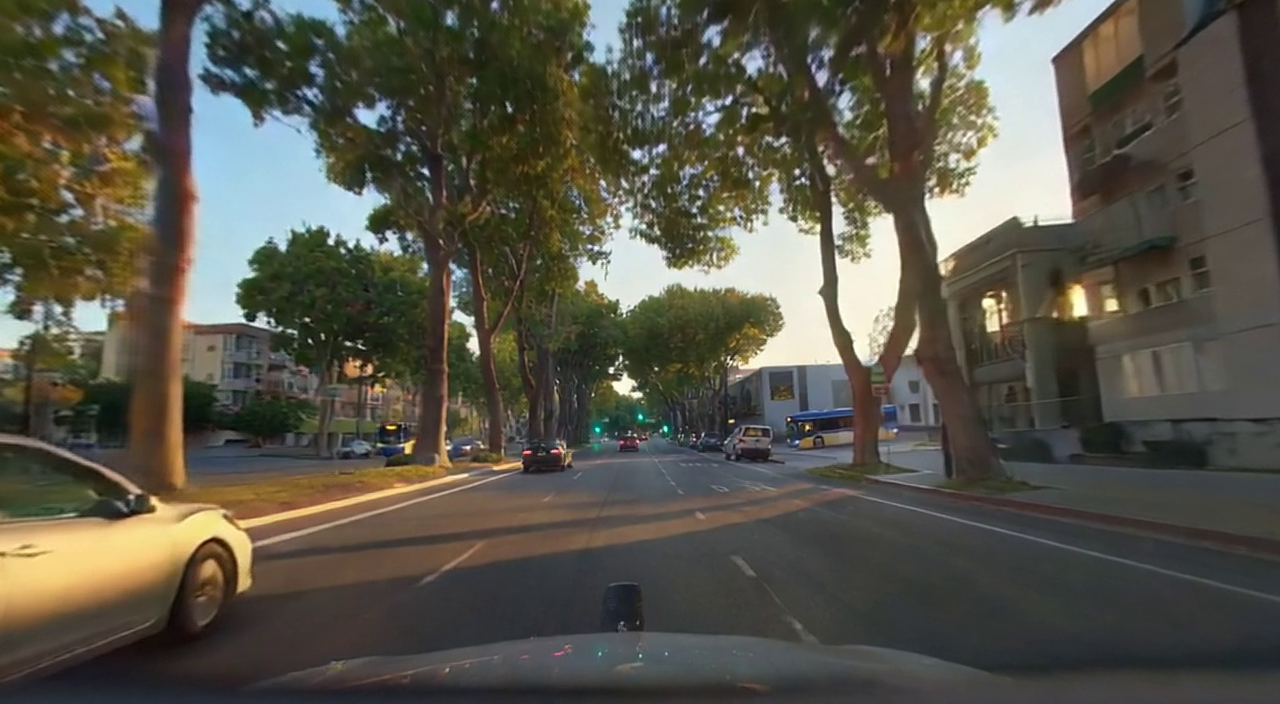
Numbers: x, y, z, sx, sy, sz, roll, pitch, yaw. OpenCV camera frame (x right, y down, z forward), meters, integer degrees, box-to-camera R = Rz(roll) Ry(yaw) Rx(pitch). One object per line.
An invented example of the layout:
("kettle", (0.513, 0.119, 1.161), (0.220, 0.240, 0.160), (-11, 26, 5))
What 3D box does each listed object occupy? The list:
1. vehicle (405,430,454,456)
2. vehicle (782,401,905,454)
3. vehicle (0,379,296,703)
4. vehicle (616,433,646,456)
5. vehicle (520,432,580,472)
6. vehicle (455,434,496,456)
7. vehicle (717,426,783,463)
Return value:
("vehicle", (-15.305, 6.673, 46.167), (1.960, 1.809, 4.718), (0, -8, -1))
("vehicle", (14.870, 5.534, 46.619), (7.722, 2.908, 3.067), (-6, -7, -4))
("vehicle", (-3.618, 0.875, 2.540), (1.995, 1.524, 4.438), (0, -8, -1))
("vehicle", (-0.643, 6.503, 44.488), (1.999, 1.520, 3.896), (0, -8, -1))
("vehicle", (-3.705, 4.200, 26.735), (1.934, 1.522, 4.287), (0, -8, 0))
("vehicle", (-11.934, 6.813, 46.205), (1.822, 1.549, 4.325), (0, -9, 0))
("vehicle", (5.919, 5.110, 34.898), (2.390, 1.816, 6.050), (0, -8, -1))
